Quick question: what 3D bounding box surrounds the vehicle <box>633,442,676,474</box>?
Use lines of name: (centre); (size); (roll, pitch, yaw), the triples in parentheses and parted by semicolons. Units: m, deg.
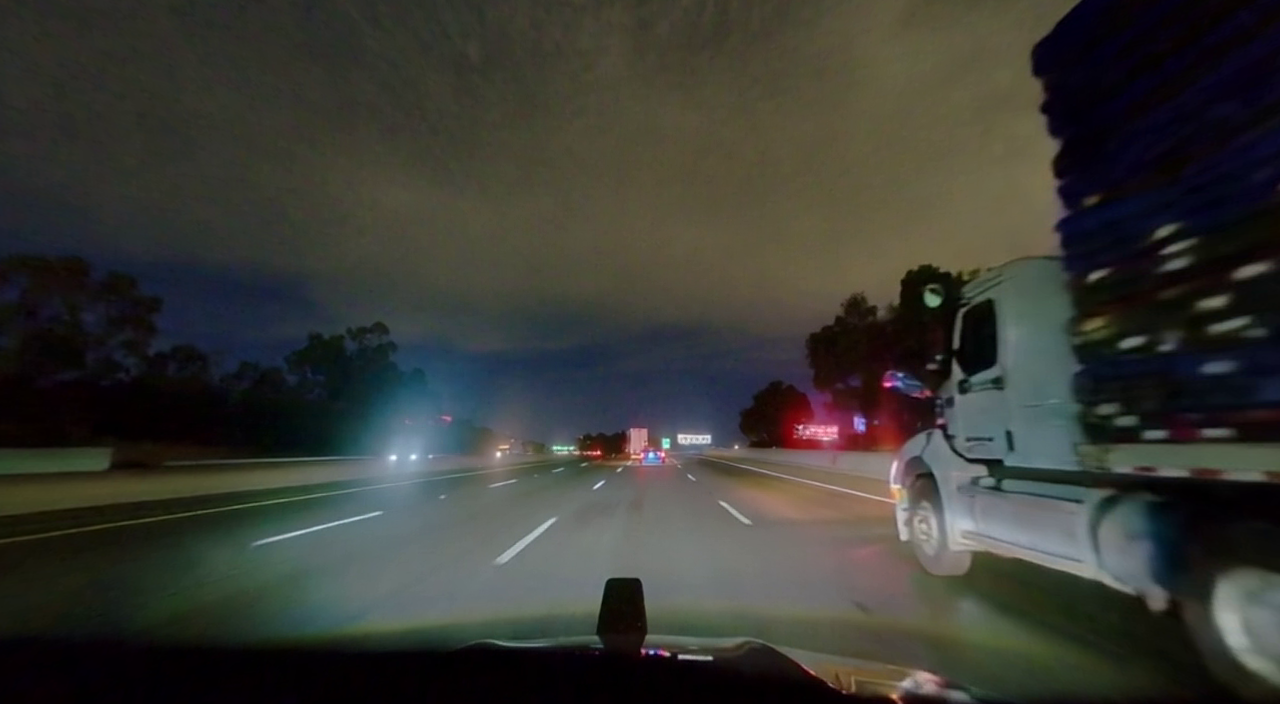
vehicle: (0.677, 5.431, 32.459); (2.042, 1.528, 4.300); (0, -9, 0)

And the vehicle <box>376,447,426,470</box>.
vehicle: (-17.570, 7.824, 46.595); (1.885, 1.542, 4.520); (0, -9, 1)

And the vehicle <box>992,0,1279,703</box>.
vehicle: (4.069, -0.614, 0.124); (3.071, 3.888, 8.330); (0, -9, 0)
